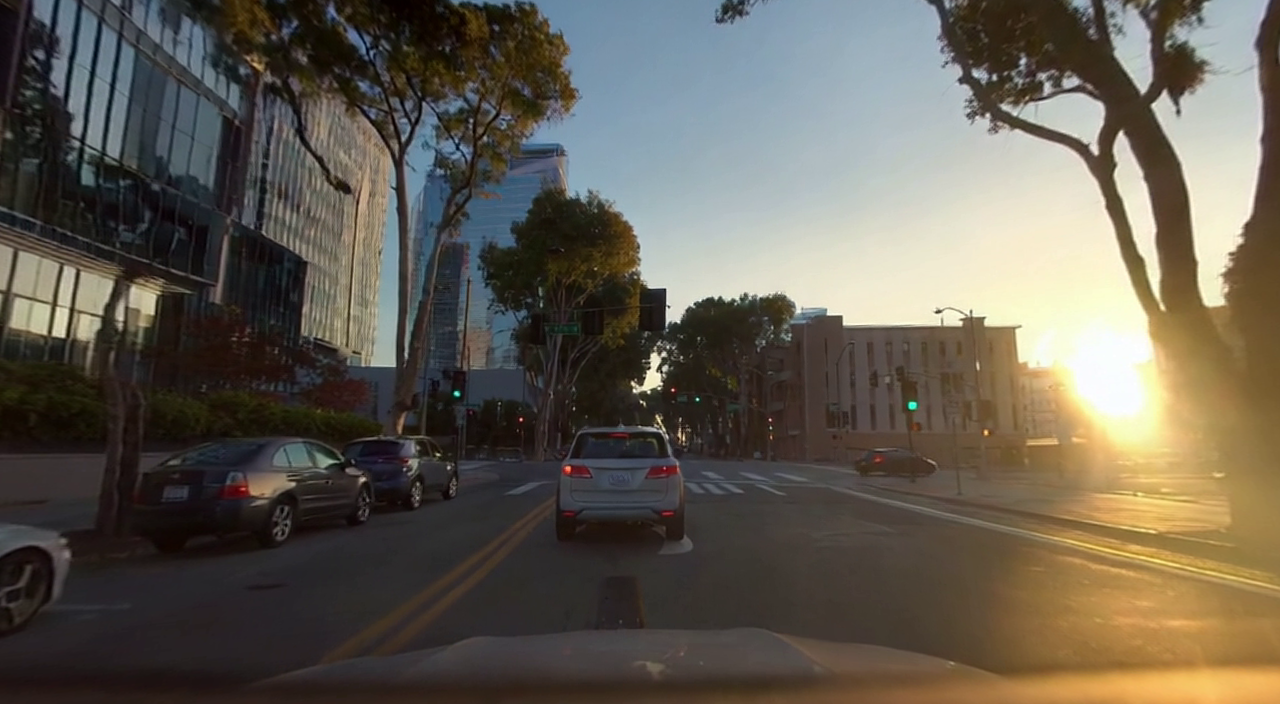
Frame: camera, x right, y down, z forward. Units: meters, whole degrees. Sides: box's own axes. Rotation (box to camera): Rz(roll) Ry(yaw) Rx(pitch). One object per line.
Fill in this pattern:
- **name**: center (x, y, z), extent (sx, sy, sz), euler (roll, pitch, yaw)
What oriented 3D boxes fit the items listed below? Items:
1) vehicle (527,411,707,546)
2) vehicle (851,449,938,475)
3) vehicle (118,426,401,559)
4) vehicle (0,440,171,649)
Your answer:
- **vehicle**: center (-0.267, 1.898, 10.009), extent (2.258, 1.687, 3.934), euler (0, -9, 1)
- **vehicle**: center (15.992, 6.904, 39.795), extent (4.638, 1.555, 1.824), euler (0, -9, -3)
- **vehicle**: center (-5.770, 2.153, 10.465), extent (1.904, 1.684, 4.529), euler (0, -9, -1)
- **vehicle**: center (-5.557, 1.266, 3.777), extent (1.841, 1.466, 4.364), euler (-1, -9, 6)
